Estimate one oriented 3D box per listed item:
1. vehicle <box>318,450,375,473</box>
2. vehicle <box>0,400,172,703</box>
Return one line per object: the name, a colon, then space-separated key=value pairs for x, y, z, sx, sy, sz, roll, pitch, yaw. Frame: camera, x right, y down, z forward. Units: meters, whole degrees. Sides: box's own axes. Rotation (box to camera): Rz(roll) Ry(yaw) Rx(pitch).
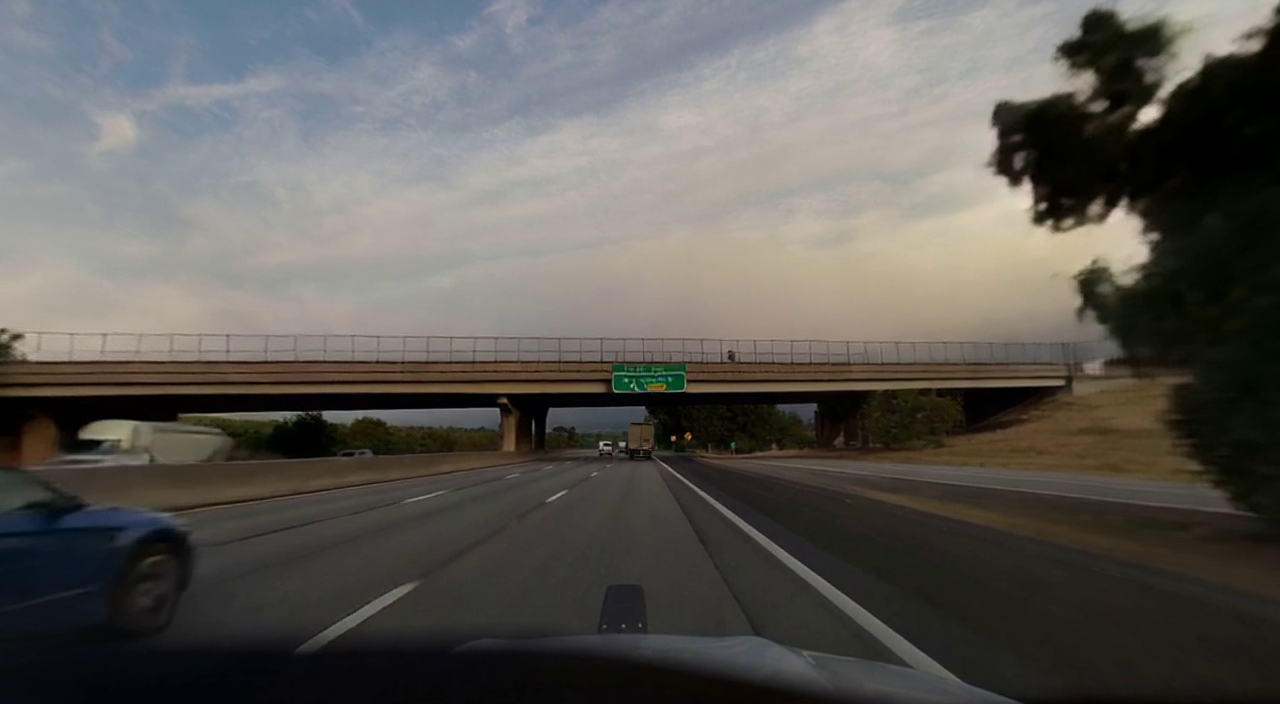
vehicle: x=-20.045 y=7.475 z=43.193 sx=1.969 sy=1.433 sz=4.024 roll=0 pitch=-9 yaw=0
vehicle: x=-4.402 y=0.831 z=1.786 sx=2.235 sy=1.593 sz=5.077 roll=0 pitch=-9 yaw=0
